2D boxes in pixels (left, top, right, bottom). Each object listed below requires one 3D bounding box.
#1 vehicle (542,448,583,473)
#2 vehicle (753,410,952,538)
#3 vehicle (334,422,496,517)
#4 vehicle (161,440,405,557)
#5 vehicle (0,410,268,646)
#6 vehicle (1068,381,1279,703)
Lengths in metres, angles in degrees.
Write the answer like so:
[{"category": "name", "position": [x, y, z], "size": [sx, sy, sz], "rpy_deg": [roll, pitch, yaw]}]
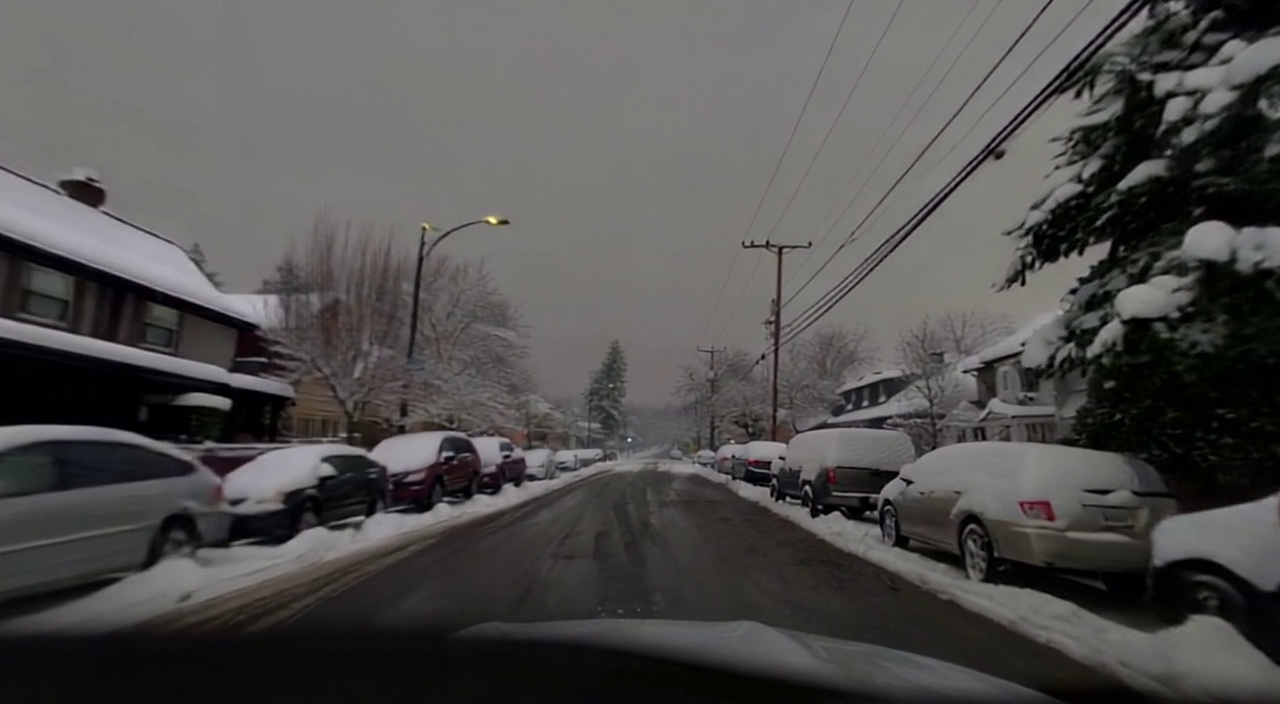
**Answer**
[{"category": "vehicle", "position": [-4.677, 6.593, 38.579], "size": [1.958, 1.359, 4.357], "rpy_deg": [0, -8, 0]}, {"category": "vehicle", "position": [3.968, 2.398, 13.079], "size": [2.237, 2.071, 5.332], "rpy_deg": [0, -8, 0]}, {"category": "vehicle", "position": [-5.139, 2.743, 15.306], "size": [2.034, 1.923, 4.713], "rpy_deg": [-1, -8, 2]}, {"category": "vehicle", "position": [-5.351, 2.190, 10.129], "size": [1.745, 1.502, 3.648], "rpy_deg": [0, -8, 0]}, {"category": "vehicle", "position": [-5.539, 1.397, 5.412], "size": [1.909, 1.675, 4.442], "rpy_deg": [0, -8, 1]}, {"category": "vehicle", "position": [4.312, 0.932, 2.213], "size": [2.055, 1.763, 5.134], "rpy_deg": [5, -10, 0]}]
